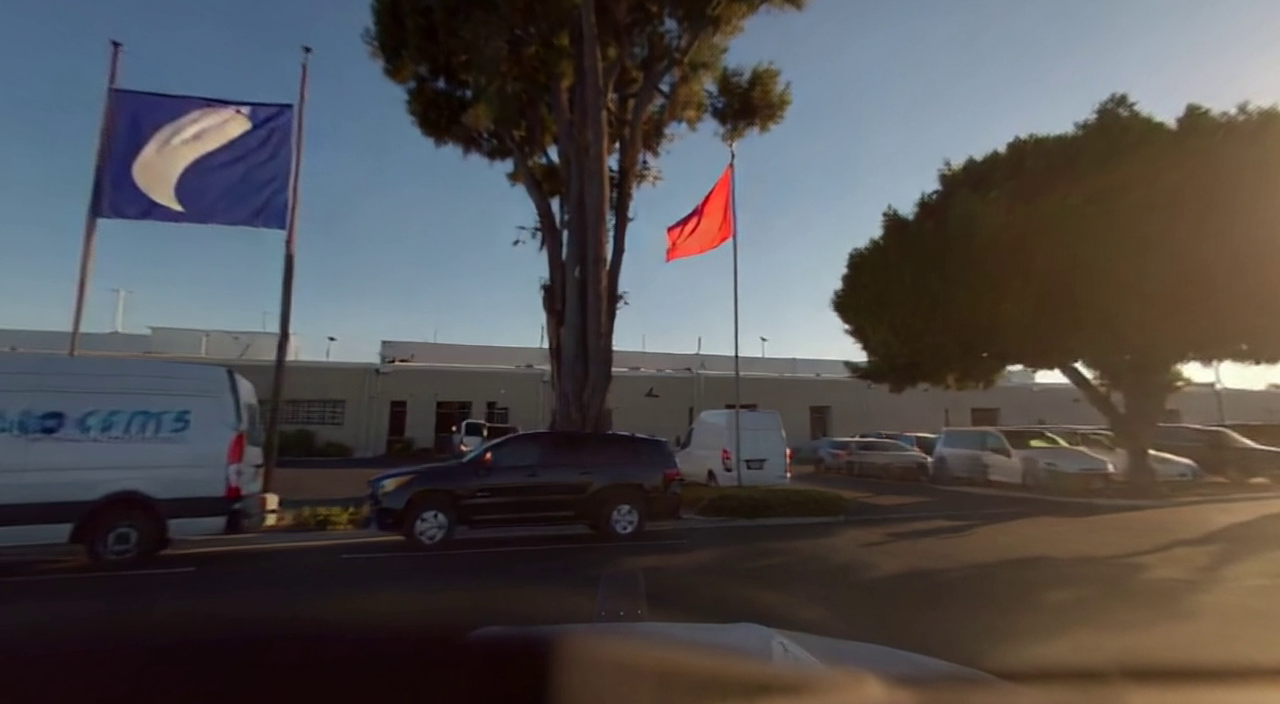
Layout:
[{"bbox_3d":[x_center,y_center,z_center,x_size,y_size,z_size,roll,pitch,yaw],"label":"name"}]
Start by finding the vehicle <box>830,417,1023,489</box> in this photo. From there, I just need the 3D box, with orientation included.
[{"bbox_3d":[9.855,3.553,22.691,2.228,2.126,6.632,1,-8,-19],"label":"vehicle"}]

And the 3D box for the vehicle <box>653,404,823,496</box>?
[{"bbox_3d":[2.652,2.965,19.334,2.491,2.324,5.986,3,-9,-20],"label":"vehicle"}]

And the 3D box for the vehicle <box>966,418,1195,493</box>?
[{"bbox_3d":[15.450,3.637,22.858,2.242,2.227,6.505,1,-8,-21],"label":"vehicle"}]

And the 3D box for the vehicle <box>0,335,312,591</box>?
[{"bbox_3d":[-7.614,1.328,7.858,5.899,2.757,2.257,3,-9,-21],"label":"vehicle"}]

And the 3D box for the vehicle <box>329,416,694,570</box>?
[{"bbox_3d":[-1.864,2.017,9.748,4.992,1.894,2.043,4,-8,-21],"label":"vehicle"}]
